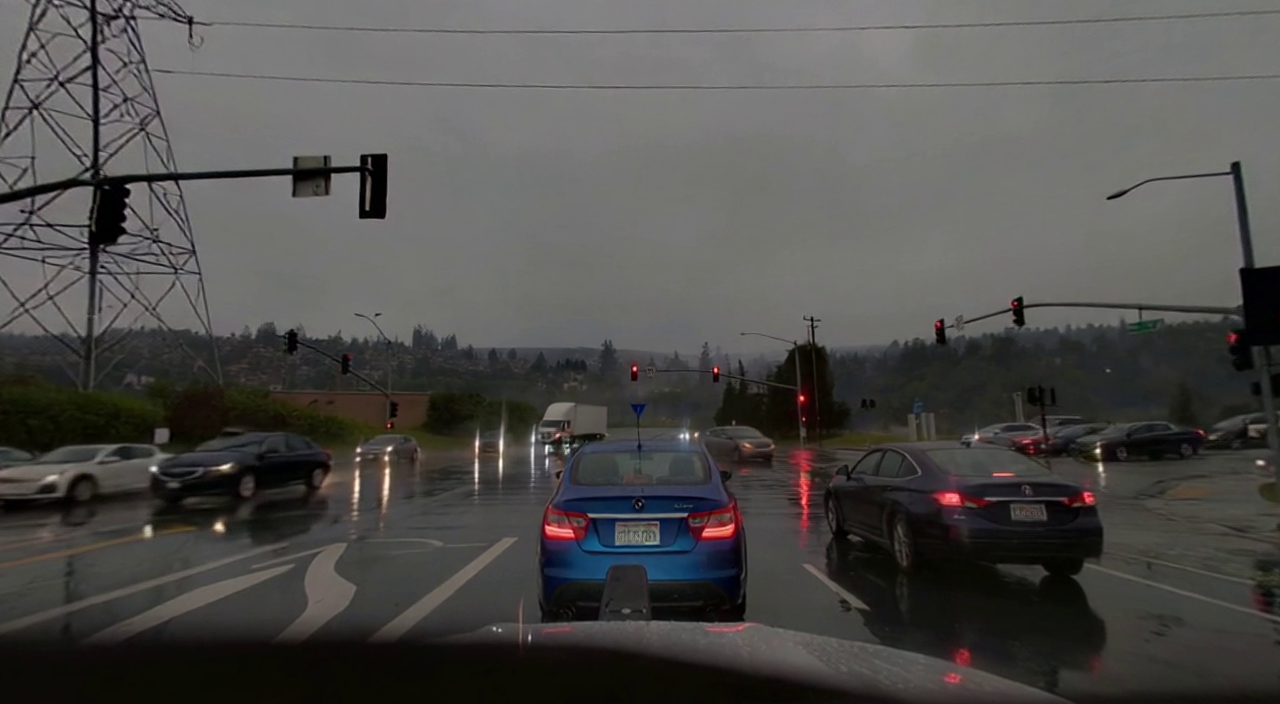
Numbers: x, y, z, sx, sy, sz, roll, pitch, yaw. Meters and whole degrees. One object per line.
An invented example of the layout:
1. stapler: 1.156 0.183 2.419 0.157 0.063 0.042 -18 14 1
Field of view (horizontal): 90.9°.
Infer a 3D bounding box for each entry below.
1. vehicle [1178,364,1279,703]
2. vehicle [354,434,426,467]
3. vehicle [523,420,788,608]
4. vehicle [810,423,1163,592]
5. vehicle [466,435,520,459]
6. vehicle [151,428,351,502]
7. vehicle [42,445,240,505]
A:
1. vehicle: 3.406 0.591 0.628 1.926 1.614 4.330 0 -8 1
2. vehicle: -14.022 5.562 35.671 1.955 1.694 4.625 -1 -8 3
3. vehicle: 0.108 1.598 7.128 2.117 1.474 4.036 0 -8 0
4. vehicle: 3.648 1.685 7.723 1.835 1.473 4.190 0 -8 -2
5. vehicle: -9.309 6.089 40.408 1.992 1.480 4.743 -1 -9 4
6. vehicle: -10.332 3.030 17.390 2.239 1.719 4.948 -1 -8 1
7. vehicle: -14.129 3.463 18.303 1.982 1.469 4.583 0 -8 0
